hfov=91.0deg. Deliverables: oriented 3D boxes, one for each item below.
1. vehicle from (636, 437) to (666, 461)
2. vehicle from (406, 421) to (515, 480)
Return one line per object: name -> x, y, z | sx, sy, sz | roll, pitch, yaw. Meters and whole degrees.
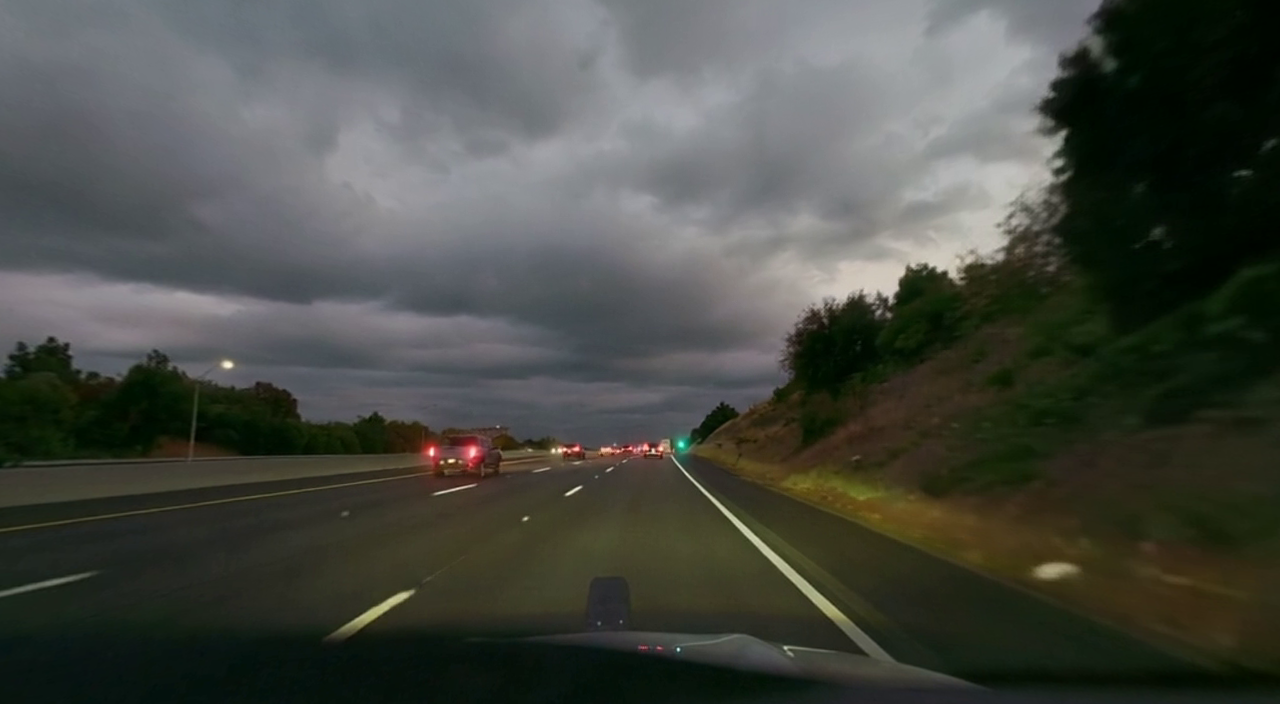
vehicle -> 0.816, 7.238, 47.213 | 2.141, 1.706, 4.065 | 0, -8, 0
vehicle -> -6.669, 3.743, 24.203 | 2.438, 1.967, 5.596 | 0, -8, 1
